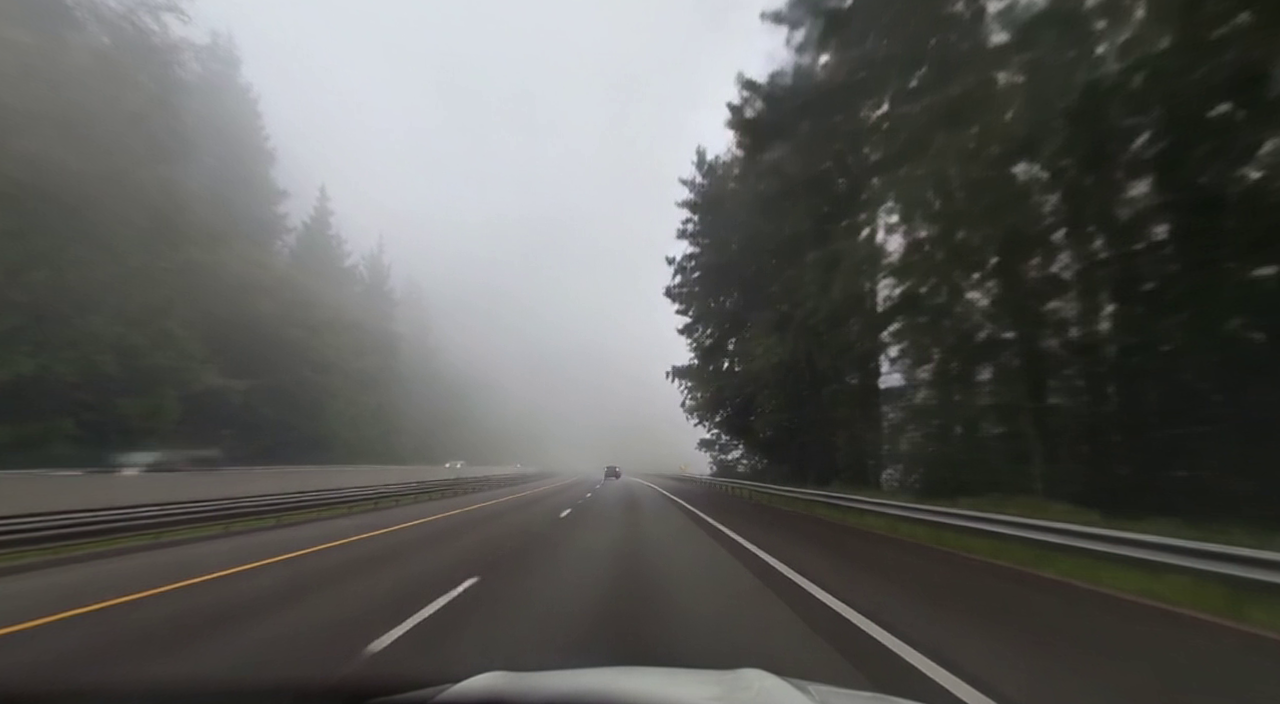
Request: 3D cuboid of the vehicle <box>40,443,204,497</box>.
[{"bbox_3d":[-16.322,3.775,20.182,1.832,1.501,3.975,1,-11,0],"label":"vehicle"}]
